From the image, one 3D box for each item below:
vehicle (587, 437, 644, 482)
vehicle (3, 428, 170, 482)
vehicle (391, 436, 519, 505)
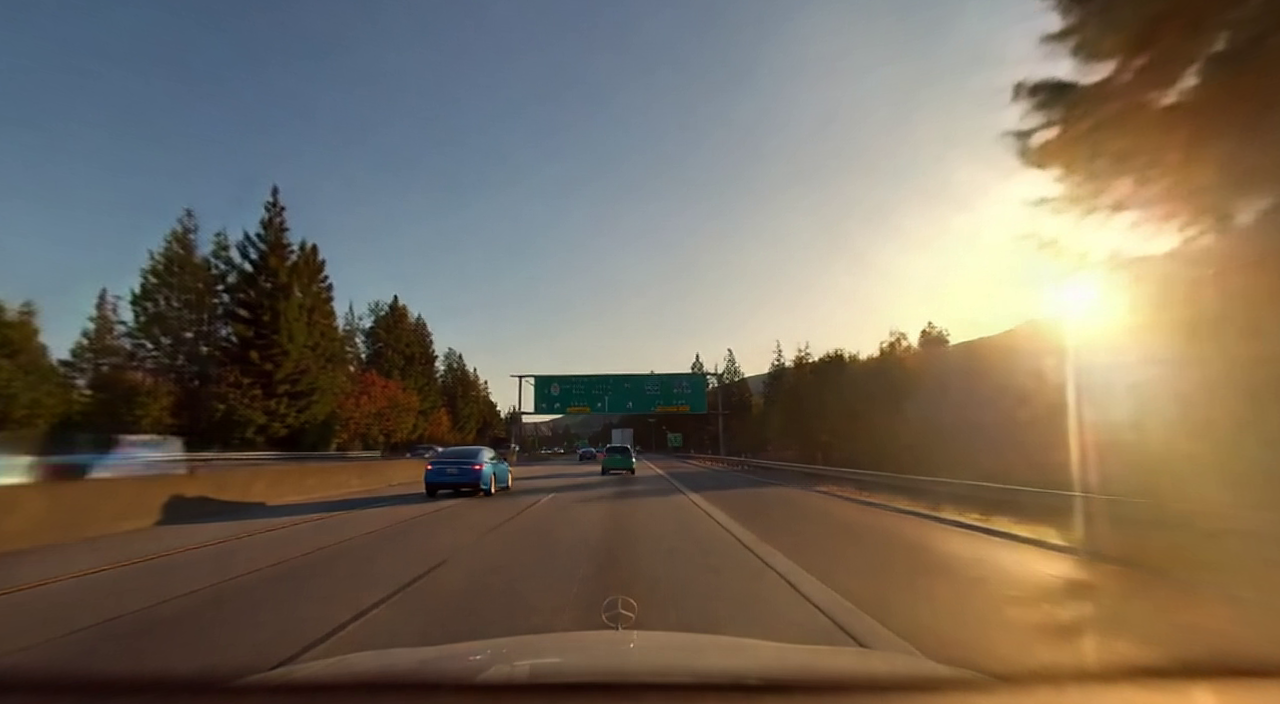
[{"bbox_3d":[-1.005,4.470,26.333,2.220,1.711,4.056,0,-9,-2],"label":"vehicle"},{"bbox_3d":[-17.804,3.337,20.456,1.851,1.567,3.967,0,-9,-1],"label":"vehicle"},{"bbox_3d":[-4.843,3.178,17.238,2.103,1.588,4.709,-1,-9,0],"label":"vehicle"}]
